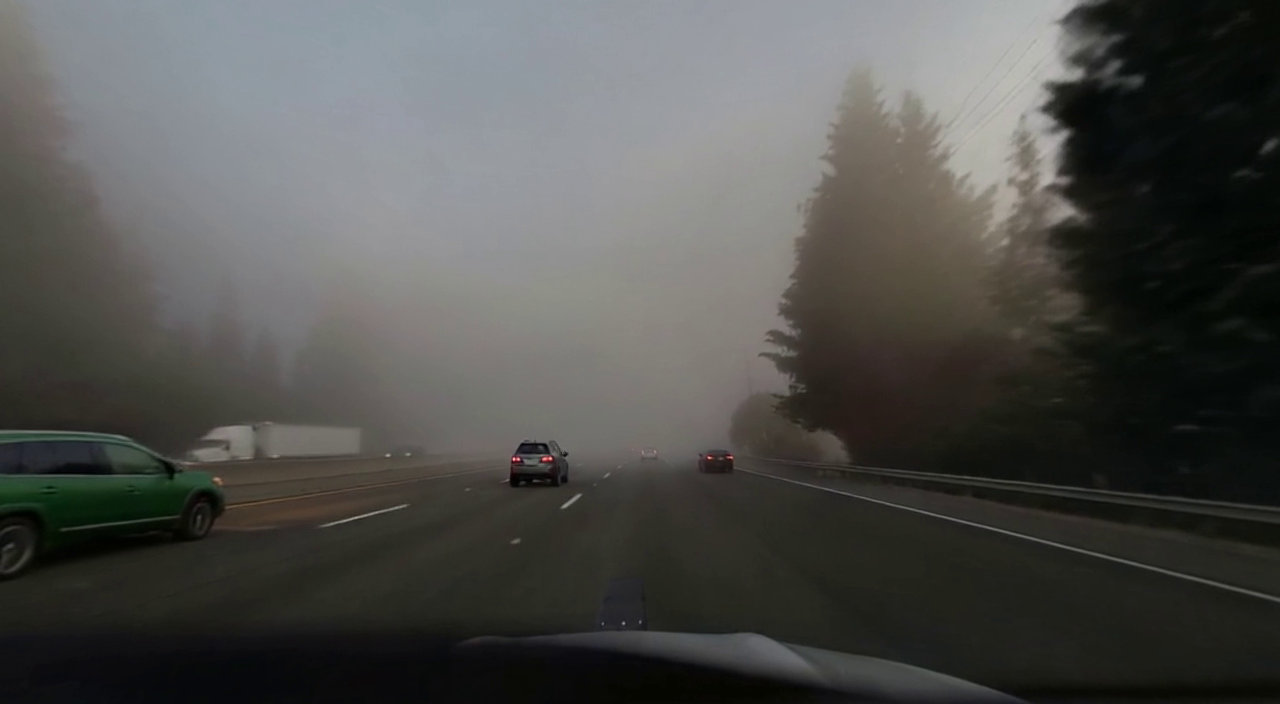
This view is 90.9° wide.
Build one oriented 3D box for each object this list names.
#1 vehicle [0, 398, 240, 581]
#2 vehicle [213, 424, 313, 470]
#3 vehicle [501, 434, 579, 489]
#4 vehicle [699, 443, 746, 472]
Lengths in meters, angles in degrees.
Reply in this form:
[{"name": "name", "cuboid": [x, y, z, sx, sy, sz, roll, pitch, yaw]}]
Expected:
[{"name": "vehicle", "cuboid": [-7.433, 1.538, 7.415, 2.162, 1.805, 4.853, 0, -8, 1]}, {"name": "vehicle", "cuboid": [-28.878, 7.332, 48.768, 2.936, 3.272, 7.365, 0, -8, 1]}, {"name": "vehicle", "cuboid": [-3.340, 3.757, 21.906, 1.961, 1.704, 4.052, 0, -8, 1]}, {"name": "vehicle", "cuboid": [4.523, 5.858, 35.203, 1.964, 1.479, 4.252, 0, -8, -1]}]
